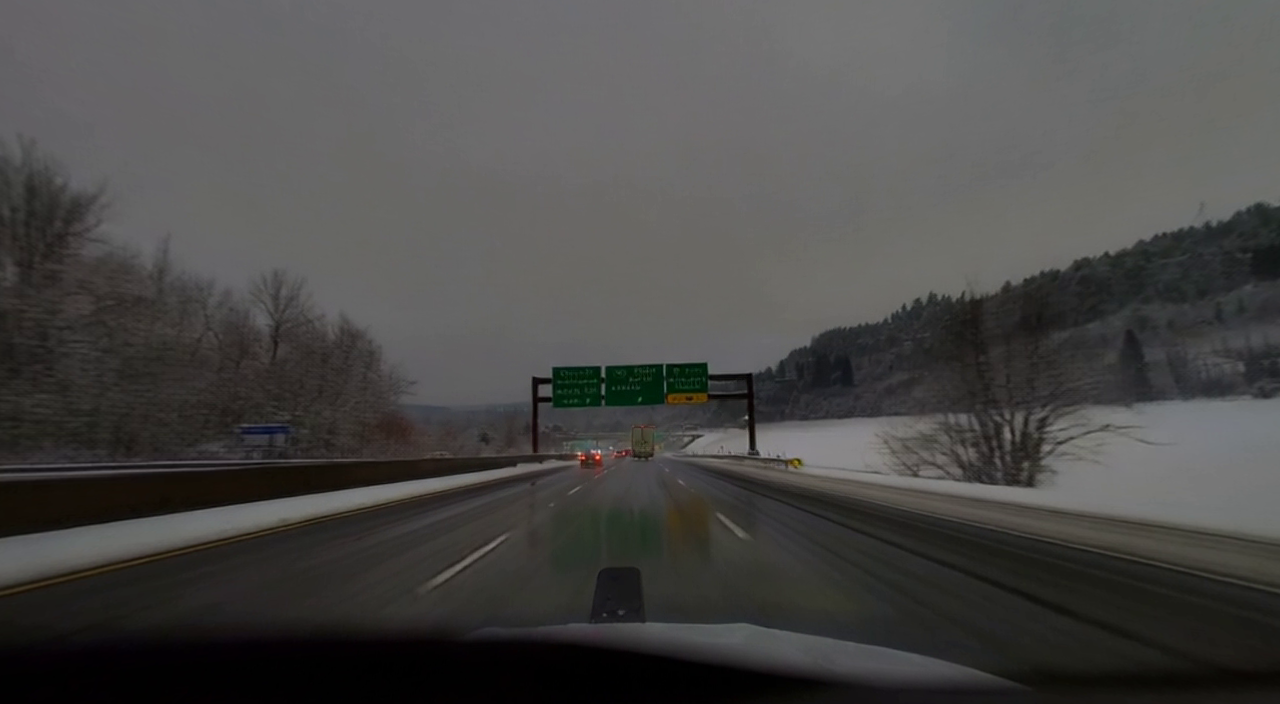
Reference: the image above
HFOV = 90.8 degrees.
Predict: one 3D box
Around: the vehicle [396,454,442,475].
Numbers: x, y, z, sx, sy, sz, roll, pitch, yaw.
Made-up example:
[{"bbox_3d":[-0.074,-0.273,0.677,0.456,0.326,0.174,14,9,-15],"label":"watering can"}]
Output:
[{"bbox_3d":[-16.948,8.628,48.549,1.838,1.473,4.371,0,-9,1],"label":"vehicle"}]
